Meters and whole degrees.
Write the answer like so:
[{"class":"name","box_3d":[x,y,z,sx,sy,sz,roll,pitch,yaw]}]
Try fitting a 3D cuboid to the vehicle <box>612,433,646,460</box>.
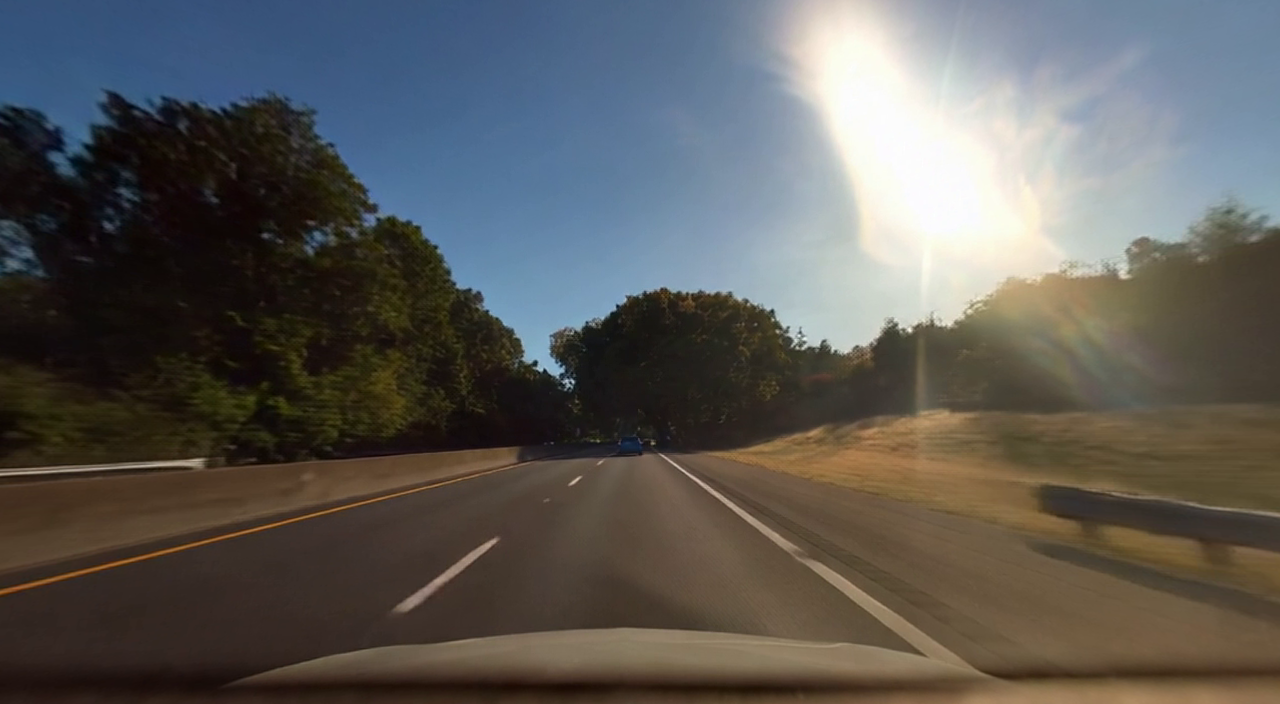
[{"class":"vehicle","box_3d":[-0.700,6.213,41.532,2.094,1.653,4.283,0,-8,0]}]
